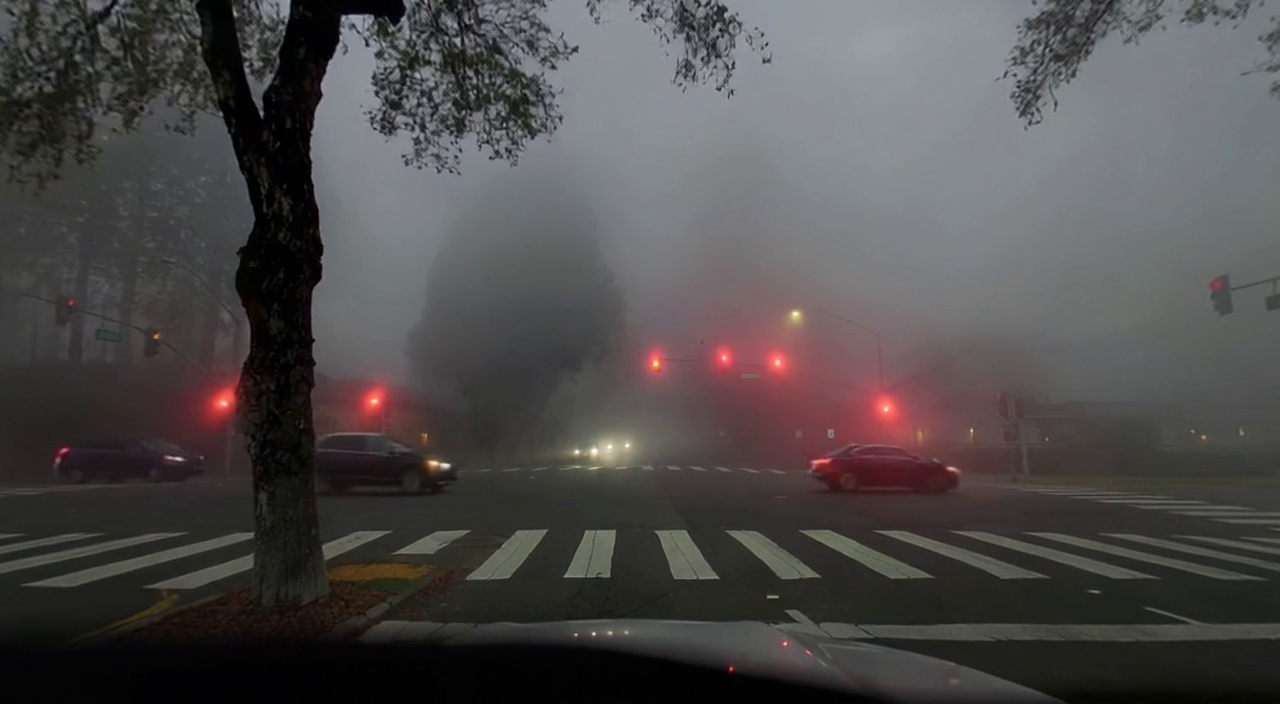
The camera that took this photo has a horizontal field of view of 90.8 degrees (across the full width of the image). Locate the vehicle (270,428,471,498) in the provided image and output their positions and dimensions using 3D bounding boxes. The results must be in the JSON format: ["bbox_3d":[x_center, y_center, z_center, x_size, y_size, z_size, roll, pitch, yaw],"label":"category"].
[{"bbox_3d":[-6.887,2.884,16.582,4.332,1.682,2.025,0,-8,-1],"label":"vehicle"}]

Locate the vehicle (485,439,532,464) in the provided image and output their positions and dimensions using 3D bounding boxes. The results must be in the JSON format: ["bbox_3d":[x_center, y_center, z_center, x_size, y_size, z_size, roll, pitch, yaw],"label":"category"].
[{"bbox_3d":[-8.989,6.859,43.640,2.028,1.654,5.027,0,-9,1],"label":"vehicle"}]

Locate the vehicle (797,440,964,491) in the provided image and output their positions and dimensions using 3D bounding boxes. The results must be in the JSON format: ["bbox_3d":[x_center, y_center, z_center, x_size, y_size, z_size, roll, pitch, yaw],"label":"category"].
[{"bbox_3d":[7.557,3.598,20.206,4.537,1.501,1.950,0,-8,0],"label":"vehicle"}]

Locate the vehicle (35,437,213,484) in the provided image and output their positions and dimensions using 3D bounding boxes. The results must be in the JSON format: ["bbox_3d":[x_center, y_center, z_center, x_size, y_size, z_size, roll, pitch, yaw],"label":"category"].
[{"bbox_3d":[-18.850,3.978,23.305,4.532,1.633,2.130,1,-9,-5],"label":"vehicle"}]

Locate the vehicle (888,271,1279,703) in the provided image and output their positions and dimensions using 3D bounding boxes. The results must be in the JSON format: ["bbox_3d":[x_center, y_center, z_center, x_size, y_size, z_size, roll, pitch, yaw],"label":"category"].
[{"bbox_3d":[2.704,0.714,1.724,2.085,1.800,4.908,0,-9,1],"label":"vehicle"}]

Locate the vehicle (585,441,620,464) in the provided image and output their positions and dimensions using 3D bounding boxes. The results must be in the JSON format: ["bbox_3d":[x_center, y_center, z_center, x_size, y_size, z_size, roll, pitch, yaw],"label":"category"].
[{"bbox_3d":[-2.459,6.713,42.266,2.046,1.491,4.118,0,-9,1],"label":"vehicle"}]
